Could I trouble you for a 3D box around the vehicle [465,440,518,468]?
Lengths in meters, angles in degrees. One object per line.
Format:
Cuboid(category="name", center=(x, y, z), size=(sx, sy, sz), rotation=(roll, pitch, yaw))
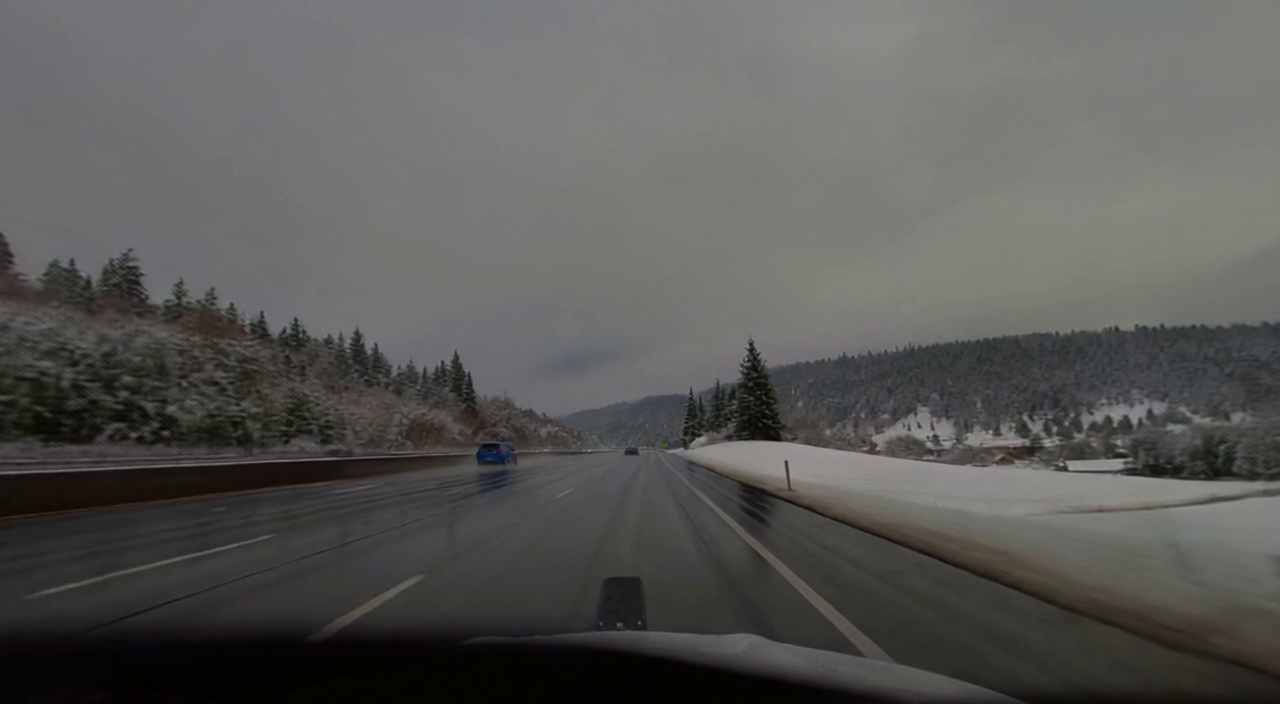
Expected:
Cuboid(category="vehicle", center=(-9.861, 6.796, 42.242), size=(2.152, 1.753, 4.972), rotation=(0, -8, 2))
